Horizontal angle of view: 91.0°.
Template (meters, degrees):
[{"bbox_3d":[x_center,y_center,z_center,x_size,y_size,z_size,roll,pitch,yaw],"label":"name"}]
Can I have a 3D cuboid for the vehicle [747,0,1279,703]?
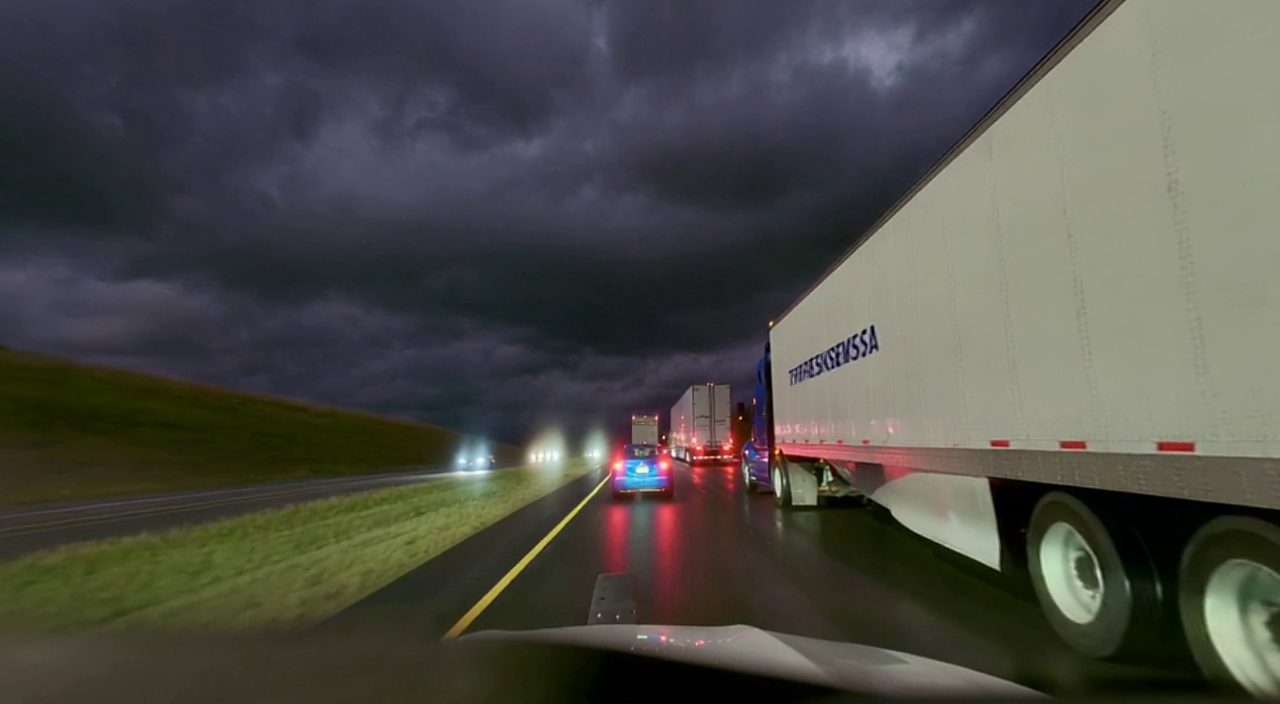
[{"bbox_3d":[4.408,0.221,7.786,3.410,4.438,14.410,-1,-8,-1],"label":"vehicle"}]

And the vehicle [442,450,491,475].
[{"bbox_3d":[-11.155,7.124,40.851,1.951,1.464,4.370,-1,-8,0],"label":"vehicle"}]

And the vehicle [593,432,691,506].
[{"bbox_3d":[0.019,2.725,15.100,2.045,1.507,3.763,-1,-8,0],"label":"vehicle"}]
